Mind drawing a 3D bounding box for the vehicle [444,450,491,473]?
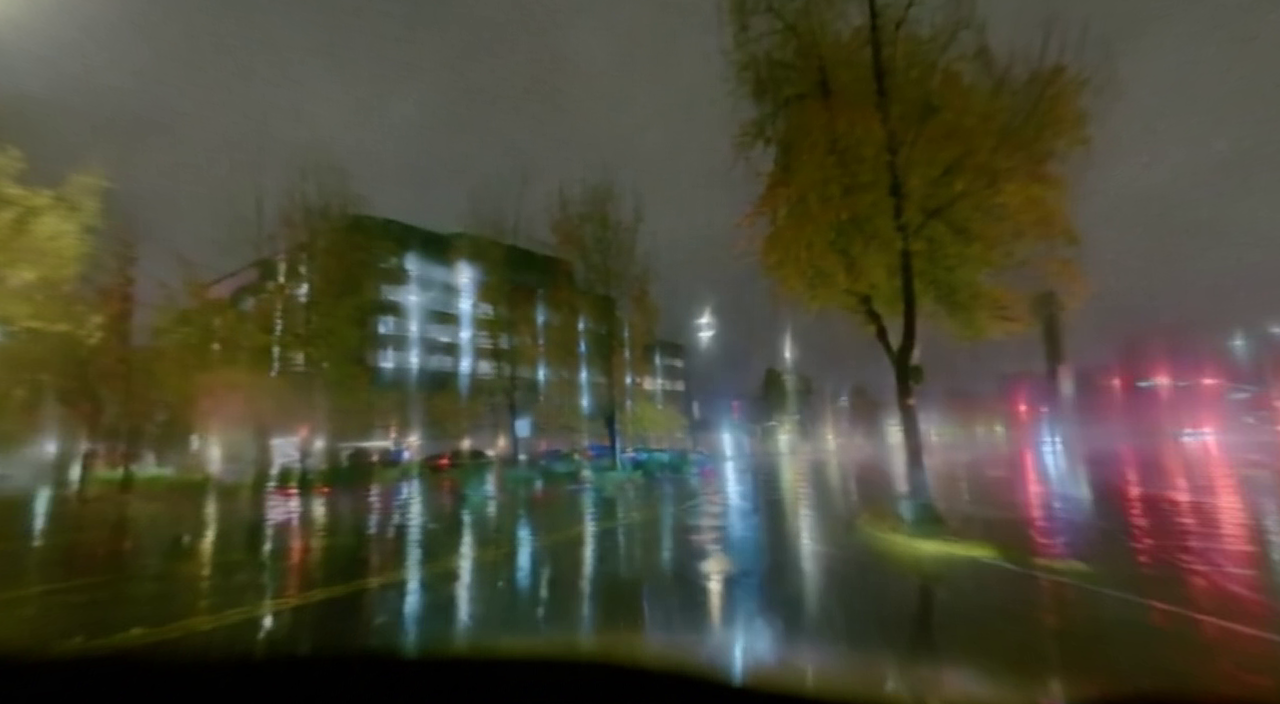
[{"bbox_3d":[-12.975,8.162,47.311,2.102,1.541,4.416,5,-10,-32],"label":"vehicle"}]

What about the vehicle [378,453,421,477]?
[{"bbox_3d":[-16.093,7.509,42.117,2.130,1.458,4.157,4,-10,-28],"label":"vehicle"}]

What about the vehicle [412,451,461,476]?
[{"bbox_3d":[-14.121,7.658,43.580,2.121,1.541,5.124,5,-10,-30],"label":"vehicle"}]

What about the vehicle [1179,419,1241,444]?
[{"bbox_3d":[40.110,5.632,44.567,2.100,1.638,4.545,-5,-10,27],"label":"vehicle"}]

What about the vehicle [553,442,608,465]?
[{"bbox_3d":[-4.727,7.944,49.571,2.112,1.719,5.483,5,-10,-31],"label":"vehicle"}]
